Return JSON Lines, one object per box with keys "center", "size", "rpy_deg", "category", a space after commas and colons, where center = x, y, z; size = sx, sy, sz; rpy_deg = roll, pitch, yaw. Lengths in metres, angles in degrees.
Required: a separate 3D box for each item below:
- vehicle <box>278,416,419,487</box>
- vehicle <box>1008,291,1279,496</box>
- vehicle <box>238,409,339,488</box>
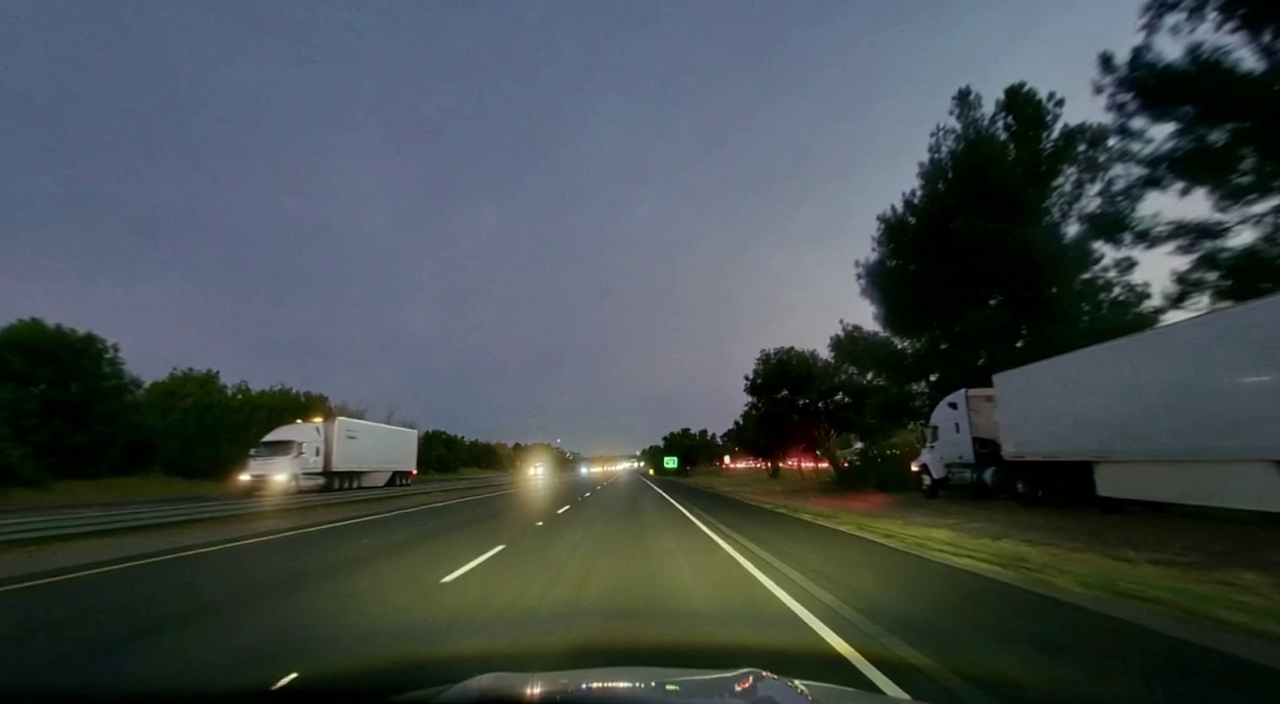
{"center": [-18.292, 6.672, 41.202], "size": [2.803, 3.838, 13.453], "rpy_deg": [1, -11, 0], "category": "vehicle"}
{"center": [14.391, 1.289, 15.073], "size": [2.826, 4.078, 14.044], "rpy_deg": [1, -11, 1], "category": "vehicle"}
{"center": [-18.231, 5.052, 32.921], "size": [3.106, 3.854, 3.189], "rpy_deg": [1, -10, -1], "category": "vehicle"}
